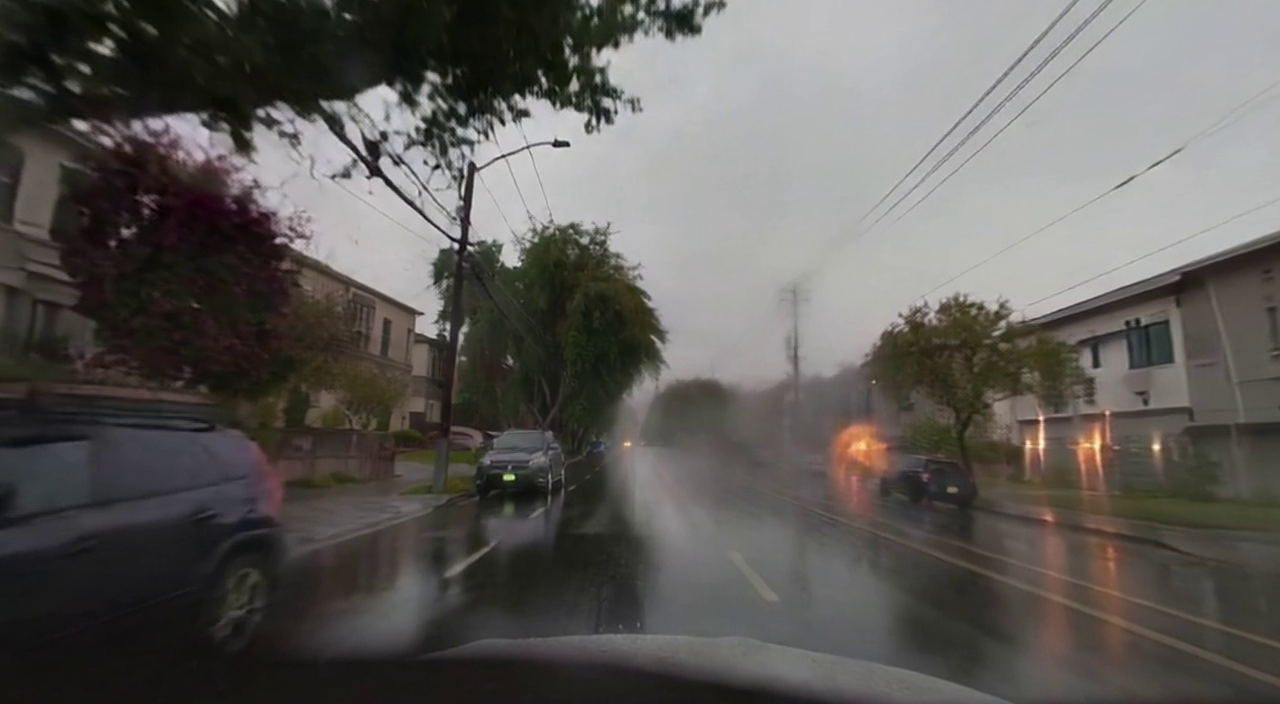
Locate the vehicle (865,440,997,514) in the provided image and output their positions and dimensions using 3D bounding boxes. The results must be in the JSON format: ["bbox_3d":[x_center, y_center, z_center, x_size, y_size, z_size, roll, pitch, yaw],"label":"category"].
[{"bbox_3d":[9.598,4.100,21.371,2.156,1.882,4.790,8,-8,1],"label":"vehicle"}]

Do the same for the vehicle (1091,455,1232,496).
[{"bbox_3d":[22.272,5.268,27.135,4.172,1.630,2.112,0,-9,-2],"label":"vehicle"}]

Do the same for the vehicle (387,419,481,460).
[{"bbox_3d":[-11.276,4.796,34.712,4.314,1.790,2.035,3,-8,14],"label":"vehicle"}]

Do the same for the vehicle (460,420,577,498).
[{"bbox_3d":[-3.304,3.065,18.561,2.290,1.924,5.536,0,-8,0],"label":"vehicle"}]

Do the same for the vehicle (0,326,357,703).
[{"bbox_3d":[-3.439,0.847,2.758,2.127,1.737,4.961,0,-8,0],"label":"vehicle"}]

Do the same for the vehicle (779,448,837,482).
[{"bbox_3d":[9.644,6.468,36.544,1.977,1.495,4.800,8,-8,2],"label":"vehicle"}]
